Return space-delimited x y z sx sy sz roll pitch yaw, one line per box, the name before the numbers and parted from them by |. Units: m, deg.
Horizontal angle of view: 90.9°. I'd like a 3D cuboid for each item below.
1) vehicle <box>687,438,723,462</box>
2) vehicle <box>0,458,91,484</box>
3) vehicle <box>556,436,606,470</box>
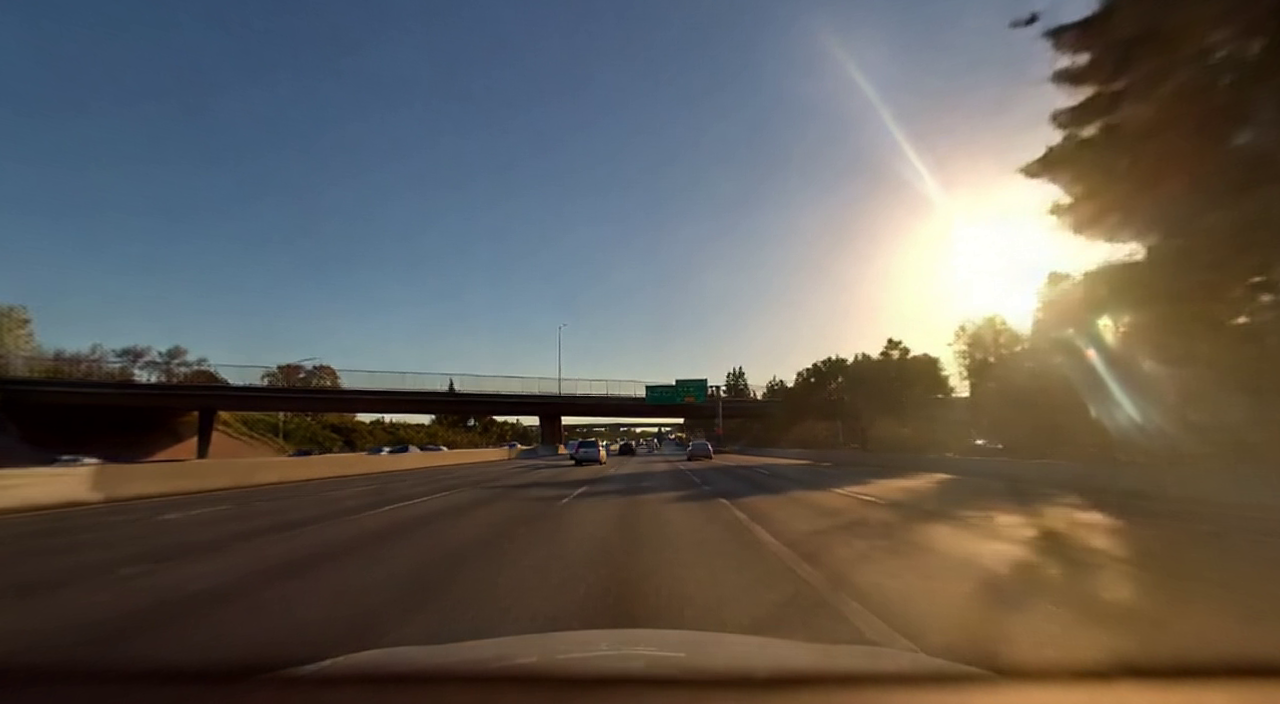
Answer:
vehicle | 4.843 7.419 47.900 2.229 1.704 4.392 0 -8 0
vehicle | -34.406 6.880 36.604 1.816 1.357 3.577 0 -8 1
vehicle | -3.168 5.556 34.926 2.196 1.733 4.355 -1 -8 2
